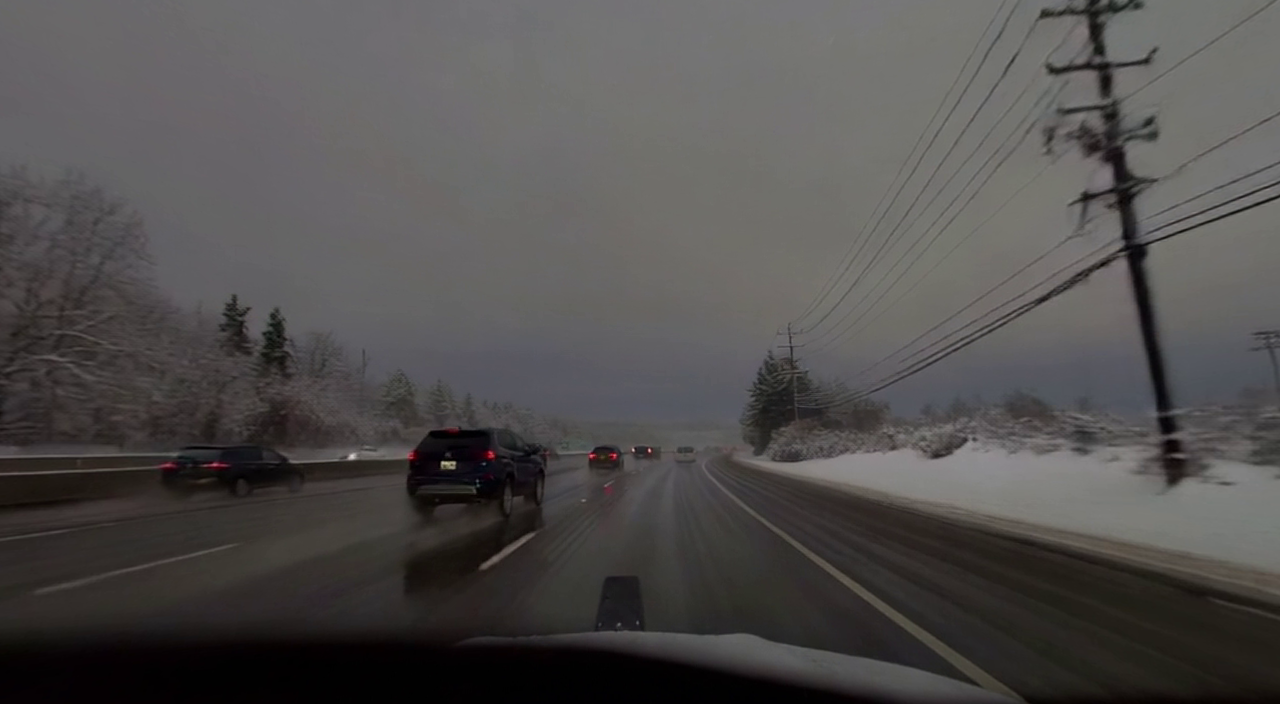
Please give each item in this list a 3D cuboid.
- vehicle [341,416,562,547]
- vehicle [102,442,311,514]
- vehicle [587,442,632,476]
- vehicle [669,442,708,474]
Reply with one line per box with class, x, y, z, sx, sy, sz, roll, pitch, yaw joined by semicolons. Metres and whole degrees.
vehicle;-2.934;2.173;11.279;2.202;1.801;4.959;0;-9;3
vehicle;-10.473;3.039;15.739;1.954;1.517;4.378;0;-9;3
vehicle;-1.567;5.698;33.845;1.976;1.688;4.124;-1;-9;4
vehicle;2.787;5.998;35.827;2.038;1.677;4.219;-1;-9;5
